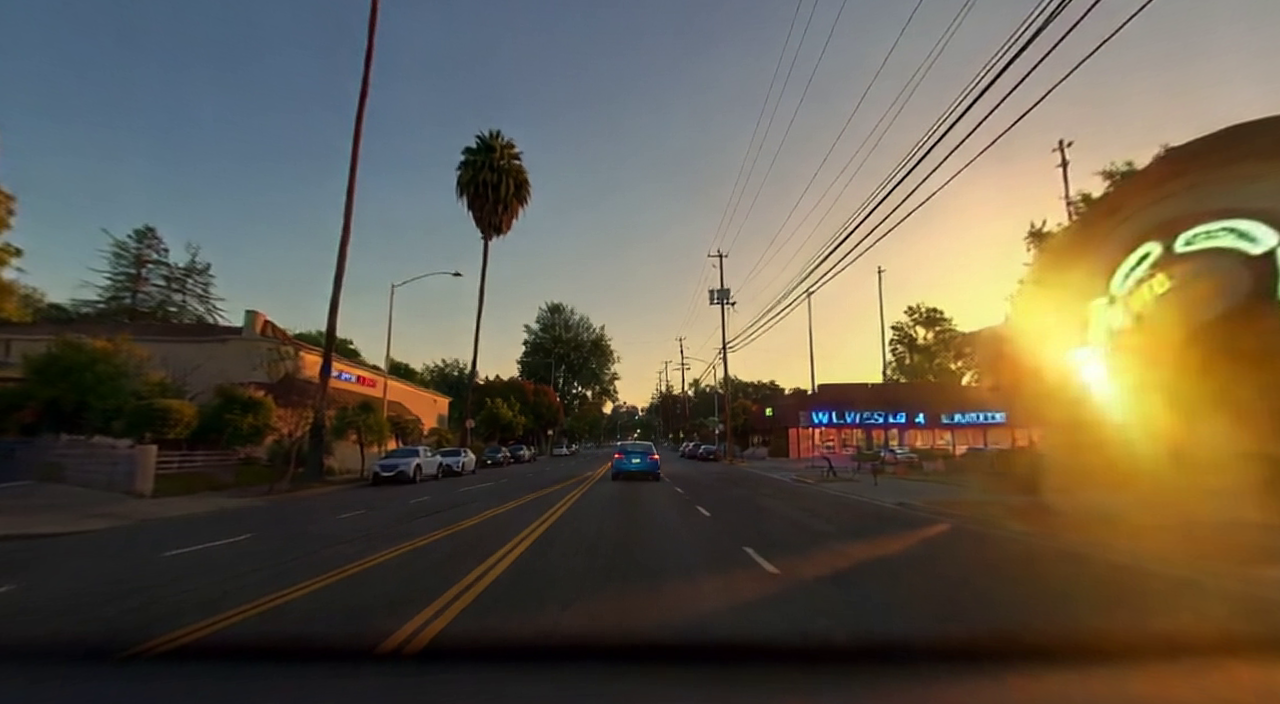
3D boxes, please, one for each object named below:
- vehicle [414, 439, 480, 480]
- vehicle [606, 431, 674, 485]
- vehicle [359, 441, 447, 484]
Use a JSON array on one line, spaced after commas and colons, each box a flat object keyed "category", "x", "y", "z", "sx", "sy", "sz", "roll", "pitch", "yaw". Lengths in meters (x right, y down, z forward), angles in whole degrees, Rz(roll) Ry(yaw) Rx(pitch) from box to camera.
[{"category": "vehicle", "x": -10.176, "y": 5.663, "z": 33.587, "sx": 1.992, "sy": 1.744, "sz": 4.896, "roll": -1, "pitch": -6, "yaw": 0}, {"category": "vehicle", "x": -0.041, "y": 3.885, "z": 23.359, "sx": 2.264, "sy": 1.798, "sz": 4.563, "roll": 0, "pitch": -8, "yaw": -1}, {"category": "vehicle", "x": -10.194, "y": 4.776, "z": 27.536, "sx": 2.075, "sy": 1.693, "sz": 4.696, "roll": 0, "pitch": -8, "yaw": -1}]
